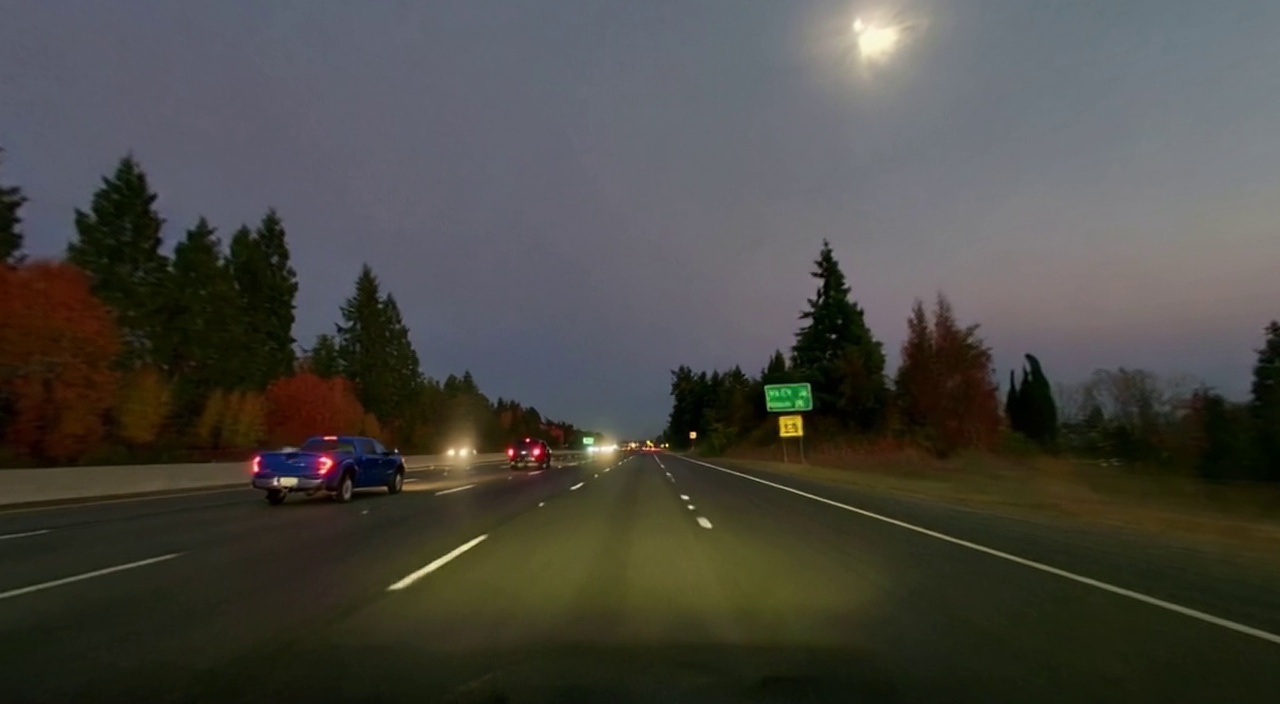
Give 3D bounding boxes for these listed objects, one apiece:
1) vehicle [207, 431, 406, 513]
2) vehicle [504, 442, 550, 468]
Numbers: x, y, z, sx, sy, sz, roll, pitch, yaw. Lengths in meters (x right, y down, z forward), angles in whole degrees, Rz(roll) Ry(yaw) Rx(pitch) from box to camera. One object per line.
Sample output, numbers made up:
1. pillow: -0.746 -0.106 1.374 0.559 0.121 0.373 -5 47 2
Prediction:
1. vehicle: -7.320 2.663 14.544 1.965 1.567 4.686 0 -8 1
2. vehicle: -6.794 6.223 38.335 1.919 1.499 4.234 0 -8 2
